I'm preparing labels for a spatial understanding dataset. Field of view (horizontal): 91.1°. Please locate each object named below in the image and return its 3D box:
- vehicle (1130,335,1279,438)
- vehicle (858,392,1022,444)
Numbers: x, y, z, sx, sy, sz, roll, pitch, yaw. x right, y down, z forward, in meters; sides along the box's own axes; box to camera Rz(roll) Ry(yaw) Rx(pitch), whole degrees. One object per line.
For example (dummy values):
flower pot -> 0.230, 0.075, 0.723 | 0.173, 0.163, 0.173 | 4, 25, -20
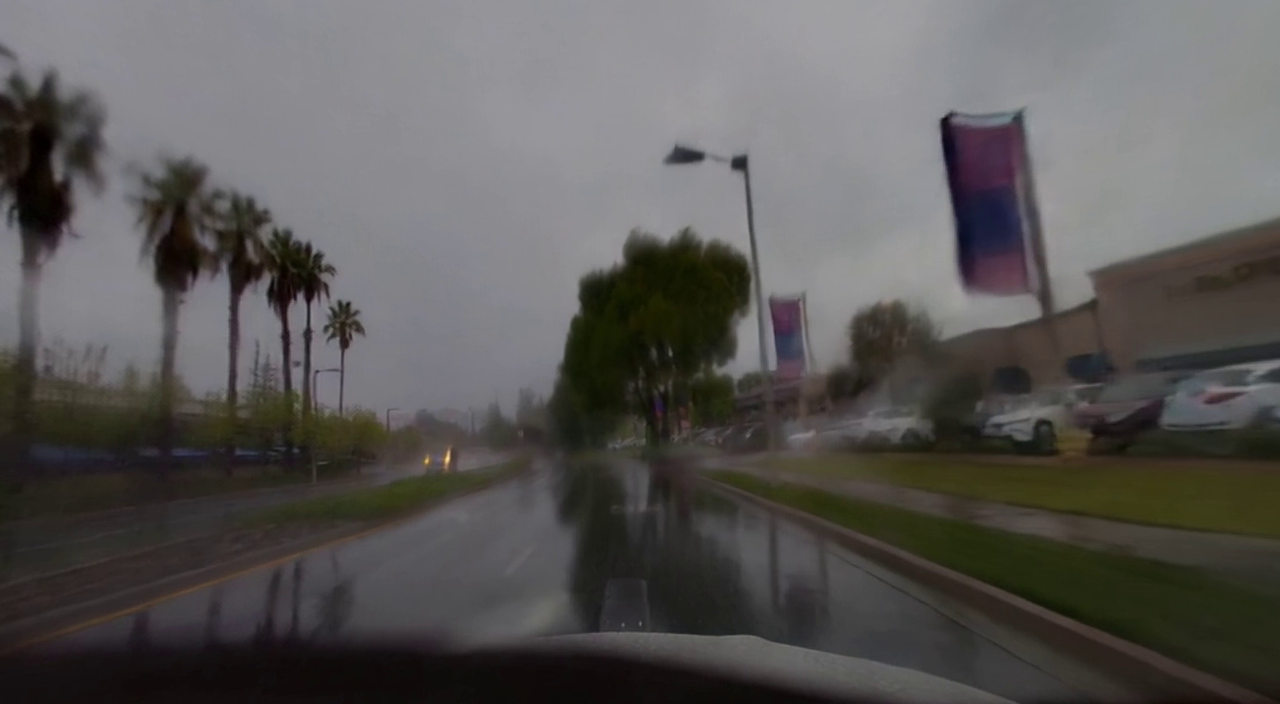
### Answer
vehicle -> 11.526, 0.679, 11.089 | 3.948, 1.625, 2.089 | 0, -8, 0
vehicle -> 10.323, 2.328, 21.872 | 4.636, 1.695, 2.025 | 0, -8, -1
